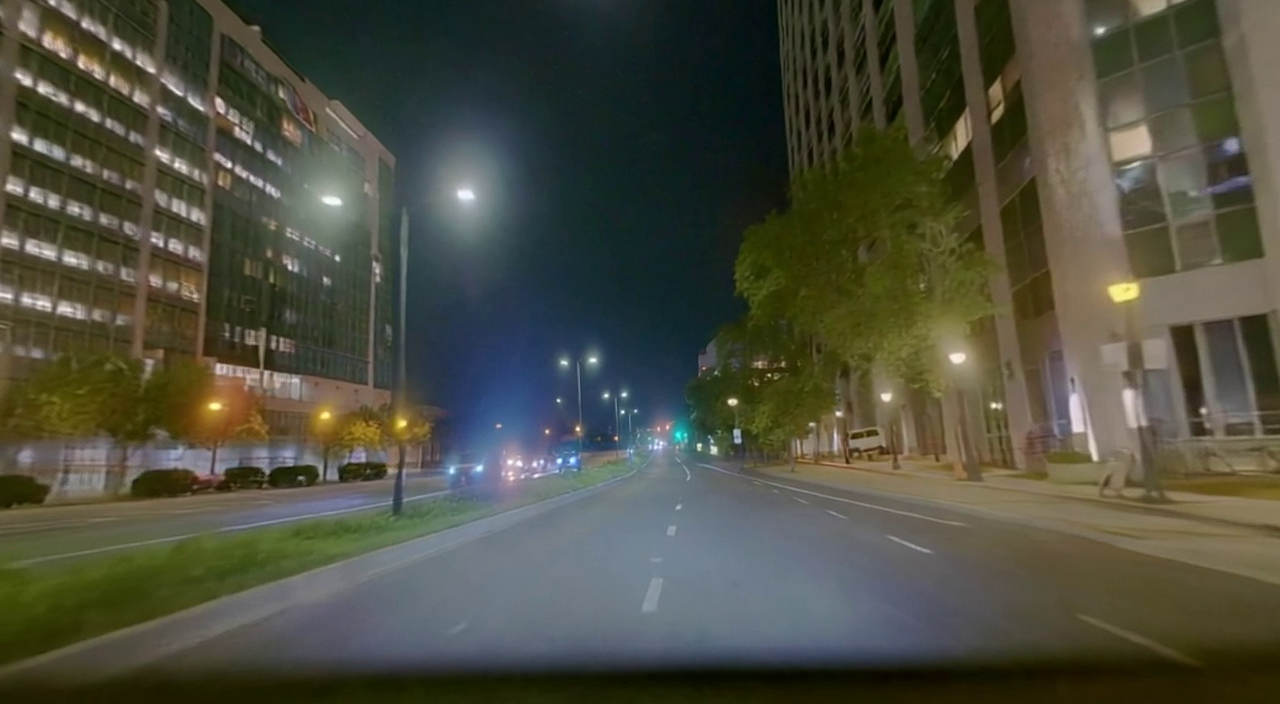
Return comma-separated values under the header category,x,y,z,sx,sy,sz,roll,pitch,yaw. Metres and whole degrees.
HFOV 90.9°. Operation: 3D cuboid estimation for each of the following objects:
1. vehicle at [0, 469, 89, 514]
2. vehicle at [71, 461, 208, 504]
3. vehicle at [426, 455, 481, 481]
category,x,y,z,sx,sy,sz,roll,pitch,yaw
vehicle,-28.655,6.373,28.931,2.073,1.772,4.793,-1,-8,7
vehicle,-28.261,7.351,35.982,2.403,2.020,6.284,-1,-8,4
vehicle,-12.776,7.955,43.487,2.006,1.633,4.292,-1,-8,7
